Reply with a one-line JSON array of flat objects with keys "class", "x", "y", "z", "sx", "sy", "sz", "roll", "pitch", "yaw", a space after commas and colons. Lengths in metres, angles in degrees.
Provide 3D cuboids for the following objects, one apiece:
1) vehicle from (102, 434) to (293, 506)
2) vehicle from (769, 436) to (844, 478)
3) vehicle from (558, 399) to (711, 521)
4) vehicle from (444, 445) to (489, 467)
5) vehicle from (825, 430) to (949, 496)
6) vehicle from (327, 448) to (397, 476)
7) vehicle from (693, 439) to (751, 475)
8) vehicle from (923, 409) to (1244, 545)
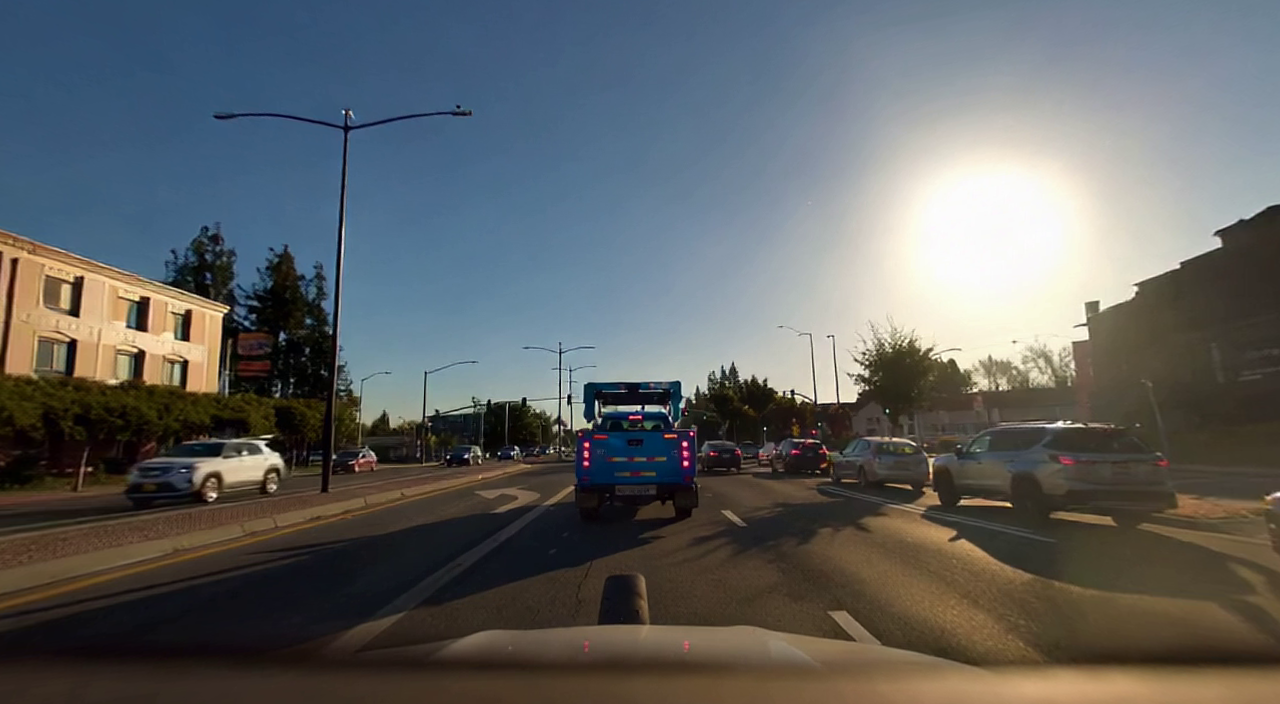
[{"class": "vehicle", "x": -11.708, "y": 3.122, "z": 17.194, "sx": 2.028, "sy": 1.693, "sz": 4.331, "roll": 0, "pitch": -9, "yaw": 0}, {"class": "vehicle", "x": 7.098, "y": 4.505, "z": 27.398, "sx": 1.953, "sy": 1.665, "sz": 4.327, "roll": 0, "pitch": -9, "yaw": -1}, {"class": "vehicle", "x": -0.120, "y": 2.322, "z": 14.000, "sx": 2.682, "sy": 2.117, "sz": 5.706, "roll": 0, "pitch": -9, "yaw": 0}, {"class": "vehicle", "x": -12.259, "y": 7.362, "z": 44.908, "sx": 1.906, "sy": 1.461, "sz": 4.333, "roll": 0, "pitch": -9, "yaw": 1}, {"class": "vehicle", "x": 7.103, "y": 3.236, "z": 18.742, "sx": 1.931, "sy": 1.692, "sz": 4.267, "roll": 0, "pitch": -9, "yaw": 0}, {"class": "vehicle", "x": -16.056, "y": 6.328, "z": 36.764, "sx": 1.910, "sy": 1.485, "sz": 4.802, "roll": 0, "pitch": -9, "yaw": 0}, {"class": "vehicle", "x": 3.585, "y": 4.707, "z": 28.423, "sx": 1.960, "sy": 1.474, "sz": 4.279, "roll": 0, "pitch": -9, "yaw": -1}, {"class": "vehicle", "x": 6.848, "y": 1.975, "z": 10.589, "sx": 2.023, "sy": 1.771, "sz": 4.488, "roll": 0, "pitch": -9, "yaw": -1}]
